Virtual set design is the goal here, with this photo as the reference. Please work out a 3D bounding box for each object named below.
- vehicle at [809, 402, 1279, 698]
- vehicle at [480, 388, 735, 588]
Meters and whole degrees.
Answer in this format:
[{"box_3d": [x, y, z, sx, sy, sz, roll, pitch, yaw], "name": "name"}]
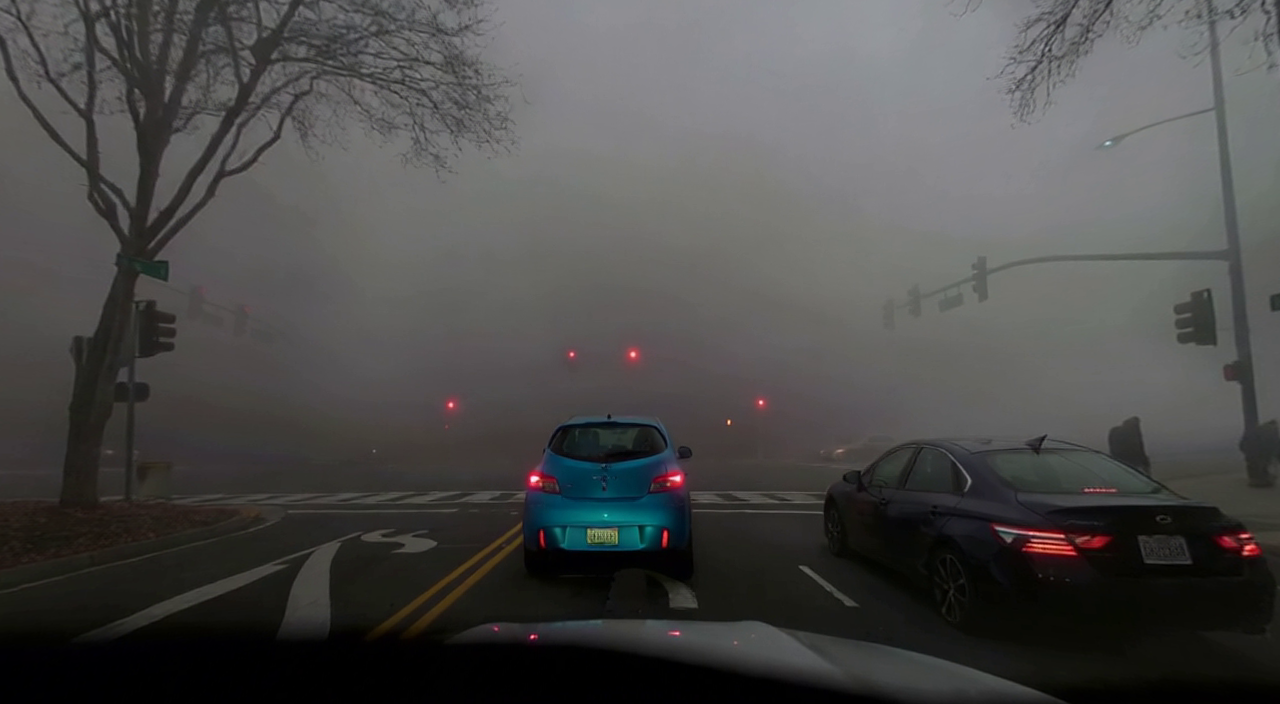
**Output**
[{"box_3d": [3.170, 1.401, 5.751, 1.932, 1.562, 4.629, 0, -9, -1], "name": "vehicle"}, {"box_3d": [-0.346, 1.522, 7.799, 2.247, 1.760, 4.231, 0, -9, -2], "name": "vehicle"}]
